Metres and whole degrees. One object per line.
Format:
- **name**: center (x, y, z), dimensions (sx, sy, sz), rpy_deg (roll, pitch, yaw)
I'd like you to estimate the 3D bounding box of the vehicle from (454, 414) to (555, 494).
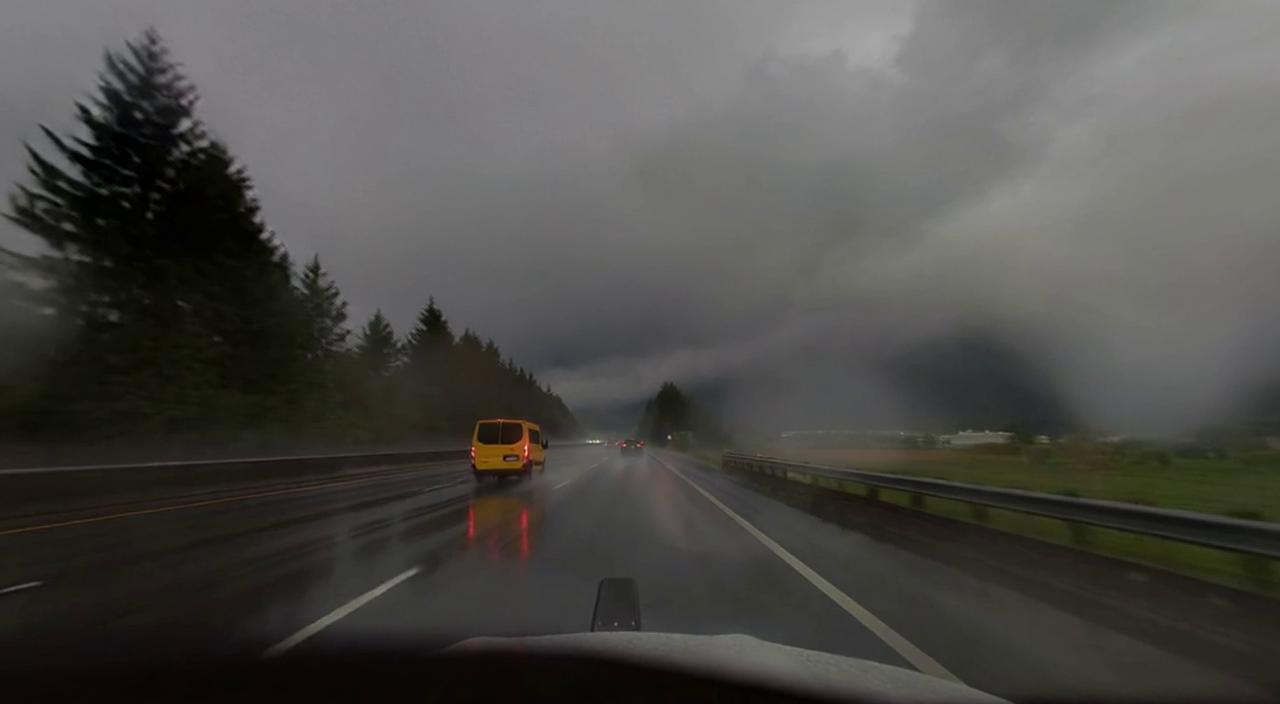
- **vehicle**: center (-3.827, 2.988, 18.722), dimensions (1.976, 2.029, 4.737), rpy_deg (-1, -8, 0)
